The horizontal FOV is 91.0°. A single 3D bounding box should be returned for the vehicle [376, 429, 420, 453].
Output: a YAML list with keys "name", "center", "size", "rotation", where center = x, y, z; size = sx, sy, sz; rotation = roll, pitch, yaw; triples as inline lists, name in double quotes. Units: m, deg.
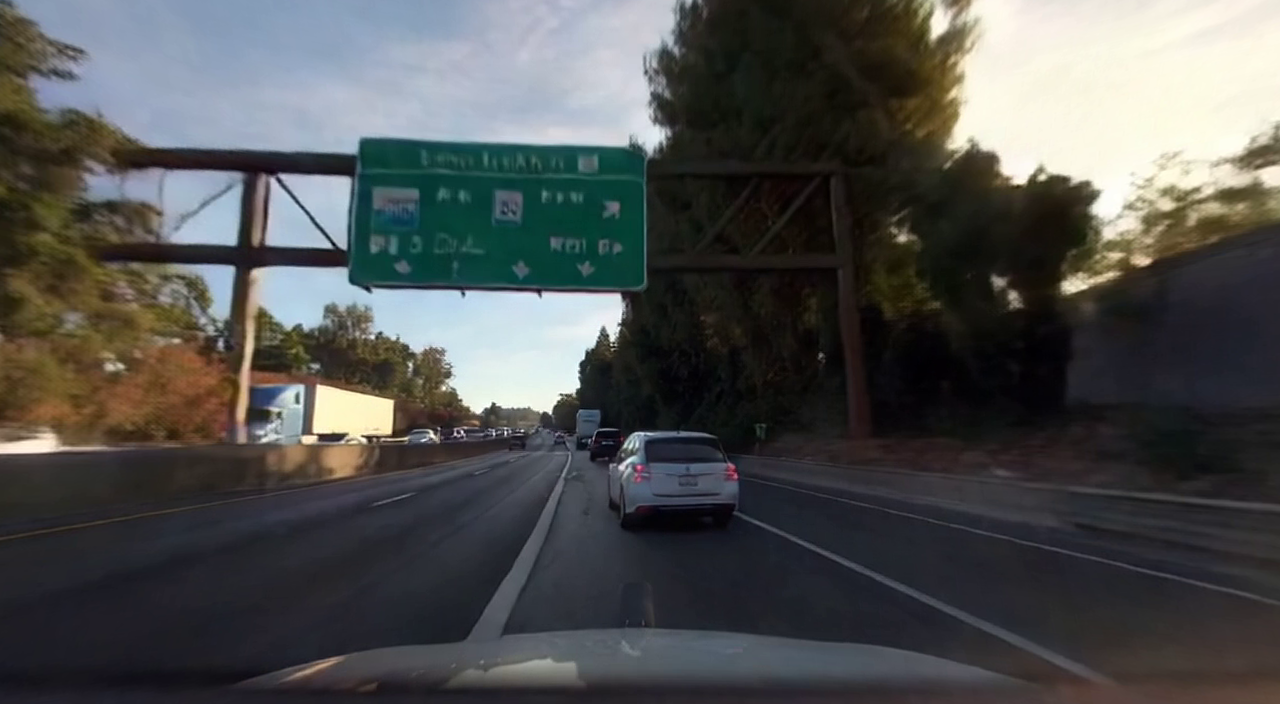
- name: "vehicle"
  center: [-18.070, 6.682, 47.112]
  size: [1.895, 1.683, 4.224]
  rotation: [1, -8, -5]

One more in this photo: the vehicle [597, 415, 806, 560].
- name: "vehicle"
  center: [0.511, 1.743, 8.926]
  size: [2.127, 1.497, 4.445]
  rotation: [1, -8, -5]

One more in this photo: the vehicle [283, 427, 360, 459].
- name: "vehicle"
  center: [-16.135, 4.638, 32.152]
  size: [1.921, 1.507, 4.664]
  rotation: [1, -8, -6]

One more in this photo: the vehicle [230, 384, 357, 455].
- name: "vehicle"
  center: [-21.311, 4.426, 39.711]
  size: [3.032, 3.845, 10.740]
  rotation: [1, -8, -7]
